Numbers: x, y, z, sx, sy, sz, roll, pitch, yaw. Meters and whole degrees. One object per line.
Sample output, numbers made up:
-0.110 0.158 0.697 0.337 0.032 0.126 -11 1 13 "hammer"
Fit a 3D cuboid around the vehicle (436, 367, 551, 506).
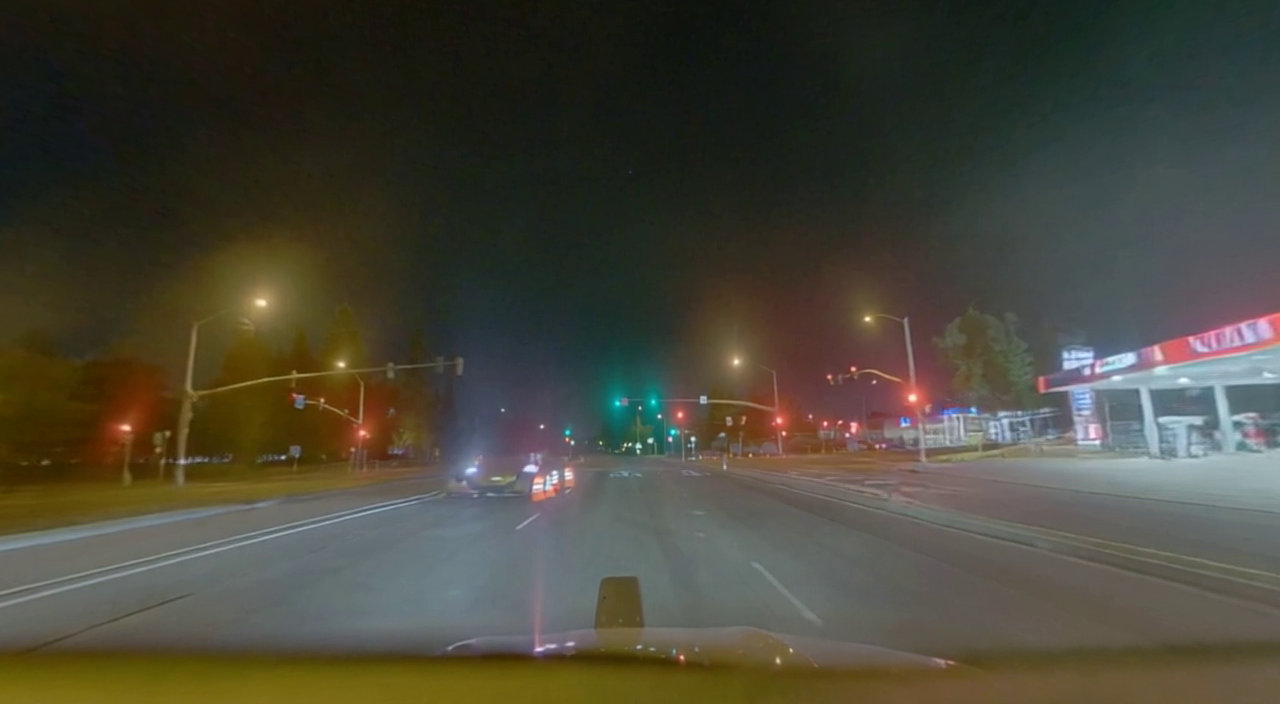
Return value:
-4.079 2.384 18.162 2.637 3.576 3.006 -2 -7 -1 "vehicle"
